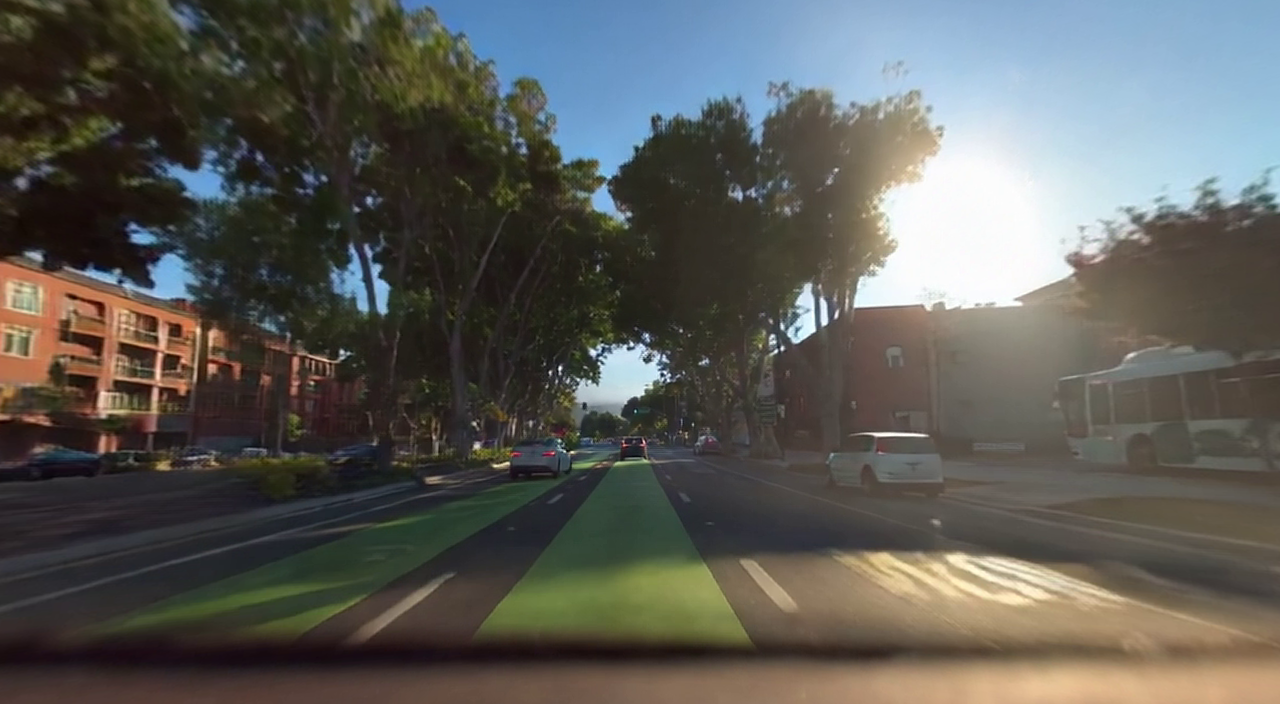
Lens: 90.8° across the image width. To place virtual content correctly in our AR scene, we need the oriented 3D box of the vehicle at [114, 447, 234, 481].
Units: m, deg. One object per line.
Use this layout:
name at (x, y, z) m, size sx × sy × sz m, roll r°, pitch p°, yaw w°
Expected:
vehicle at (-22.176, 5.319, 30.369) m, size 2.137 × 1.493 × 4.852 m, roll 0°, pitch -8°, yaw -1°

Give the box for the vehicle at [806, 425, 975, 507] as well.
vehicle at (6.366, 2.965, 17.039) m, size 2.206 × 1.803 × 5.753 m, roll 0°, pitch -8°, yaw 0°

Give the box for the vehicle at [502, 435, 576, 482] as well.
vehicle at (-3.504, 3.789, 22.787) m, size 1.934 × 1.522 × 4.287 m, roll 0°, pitch -8°, yaw 1°

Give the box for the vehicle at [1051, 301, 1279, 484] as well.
vehicle at (17.734, 1.001, 16.176) m, size 3.225 × 4.571 × 16.558 m, roll -3°, pitch -8°, yaw 0°

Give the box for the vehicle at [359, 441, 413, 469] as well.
vehicle at (-15.454, 6.257, 38.665) m, size 1.806 × 1.590 × 4.151 m, roll 0°, pitch -8°, yaw -3°

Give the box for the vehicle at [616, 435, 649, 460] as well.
vehicle at (-0.487, 6.202, 40.901) m, size 1.999 × 1.520 × 3.896 m, roll 0°, pitch -8°, yaw -1°

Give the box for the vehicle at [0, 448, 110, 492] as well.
vehicle at (-22.100, 4.322, 23.488) m, size 1.655 × 1.455 × 3.653 m, roll 0°, pitch -9°, yaw -2°

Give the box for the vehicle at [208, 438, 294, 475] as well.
vehicle at (-21.862, 5.882, 35.793) m, size 1.947 × 1.857 × 4.851 m, roll -1°, pitch -9°, yaw -3°
